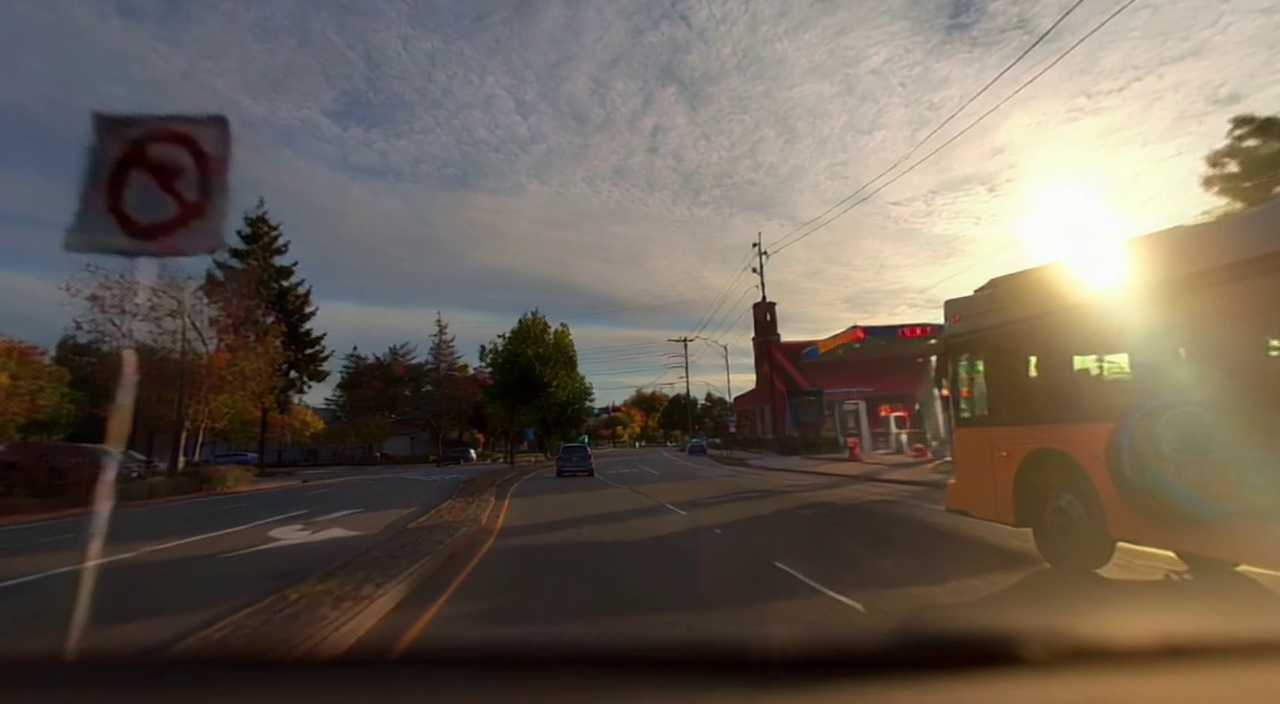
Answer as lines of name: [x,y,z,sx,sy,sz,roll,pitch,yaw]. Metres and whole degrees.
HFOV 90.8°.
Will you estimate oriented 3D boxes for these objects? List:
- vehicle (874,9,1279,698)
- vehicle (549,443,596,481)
vehicle: [4.712,-0.217,1.659,3.028,3.353,12.630,0,-9,-2]
vehicle: [-3.186,5.116,29.748,2.032,1.621,4.082,1,-9,-7]
